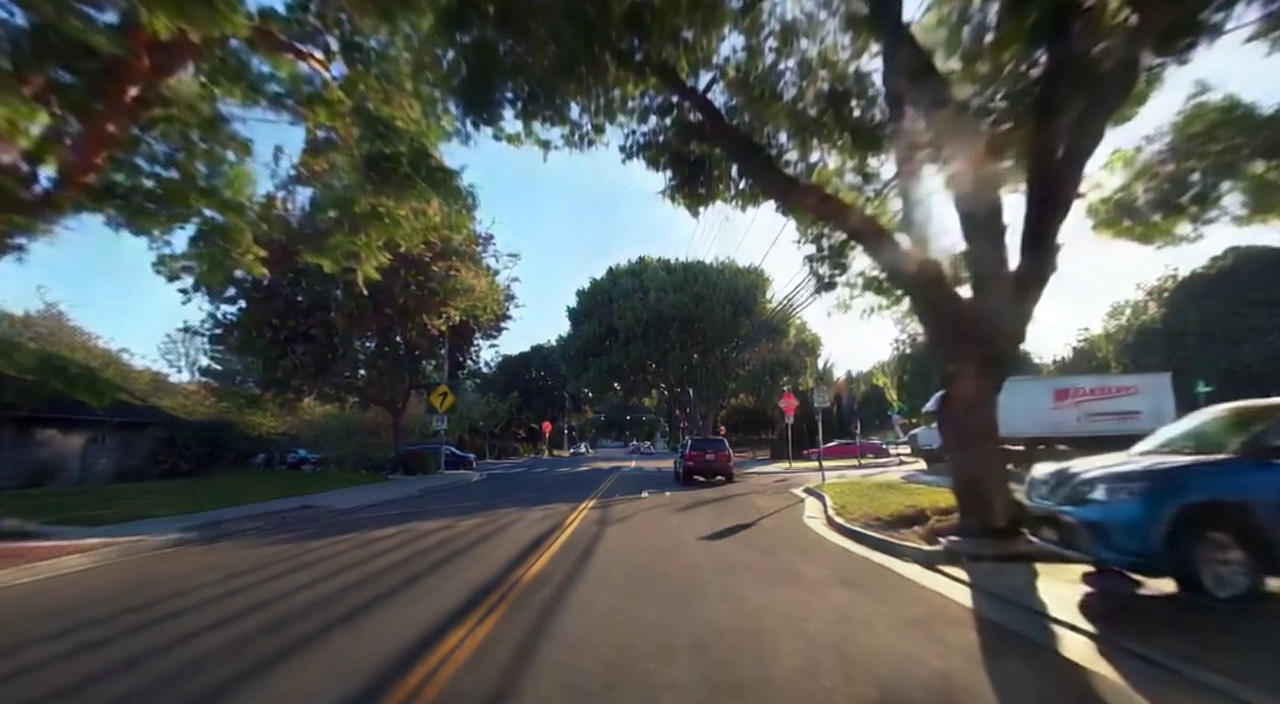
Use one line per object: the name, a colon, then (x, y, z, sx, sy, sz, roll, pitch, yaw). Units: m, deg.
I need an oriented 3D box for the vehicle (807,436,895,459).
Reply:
vehicle: (13.272, 6.063, 40.014, 4.872, 1.400, 1.955, -1, -8, 3)

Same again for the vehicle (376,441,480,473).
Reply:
vehicle: (-13.297, 6.607, 40.028, 5.866, 1.904, 2.197, 1, -8, -6)

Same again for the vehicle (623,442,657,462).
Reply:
vehicle: (-0.044, 7.674, 48.445, 1.874, 1.427, 3.976, 2, -9, -12)

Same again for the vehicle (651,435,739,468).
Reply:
vehicle: (3.375, 6.273, 39.990, 2.553, 1.868, 5.536, 6, -10, -35)

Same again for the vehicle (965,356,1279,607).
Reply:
vehicle: (6.013, 1.103, 5.780, 4.814, 1.872, 2.220, -1, -9, 7)

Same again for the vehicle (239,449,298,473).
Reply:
vehicle: (-28.826, 8.453, 49.258, 2.085, 1.763, 4.658, 1, -9, -5)
